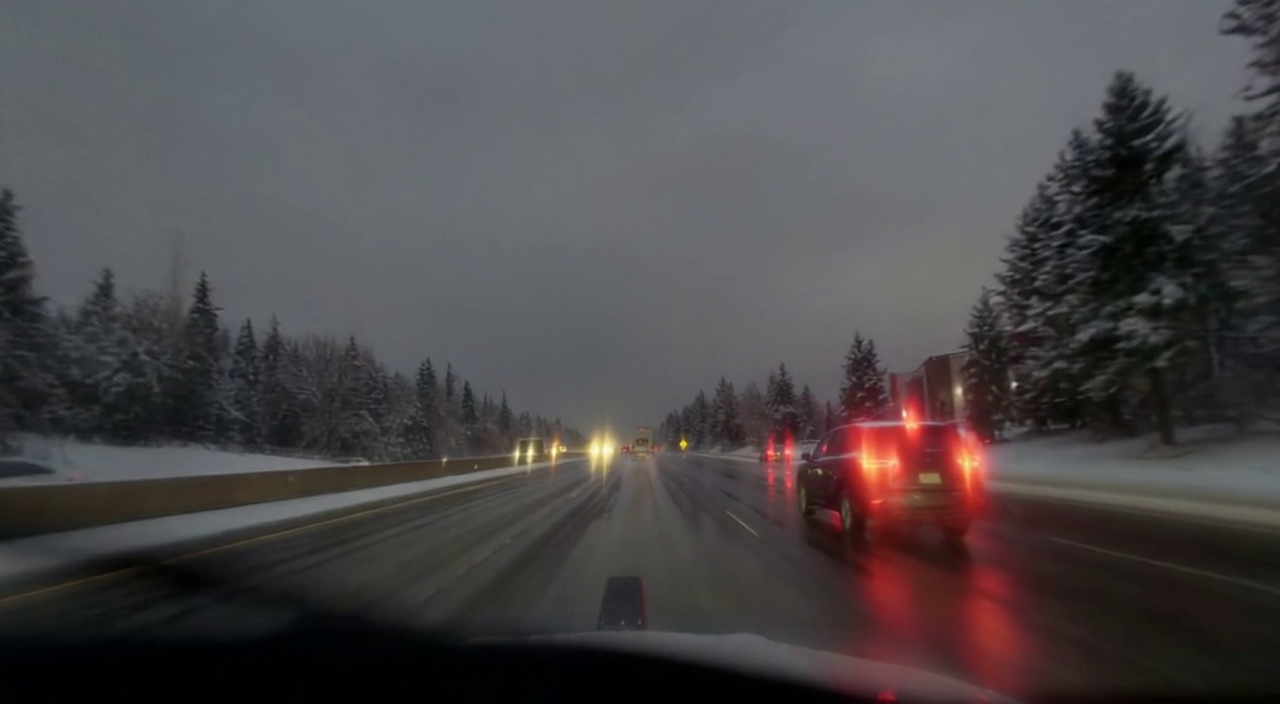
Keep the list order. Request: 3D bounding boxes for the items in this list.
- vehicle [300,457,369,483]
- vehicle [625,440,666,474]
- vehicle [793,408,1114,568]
[{"bbox_3d":[-19.171,7.404,39.803,1.889,1.486,4.749,0,-9,1],"label":"vehicle"},{"bbox_3d":[0.249,5.464,32.945,2.015,1.639,4.086,0,-9,0],"label":"vehicle"},{"bbox_3d":[3.786,1.780,8.969,2.008,1.595,5.082,0,-9,1],"label":"vehicle"}]
